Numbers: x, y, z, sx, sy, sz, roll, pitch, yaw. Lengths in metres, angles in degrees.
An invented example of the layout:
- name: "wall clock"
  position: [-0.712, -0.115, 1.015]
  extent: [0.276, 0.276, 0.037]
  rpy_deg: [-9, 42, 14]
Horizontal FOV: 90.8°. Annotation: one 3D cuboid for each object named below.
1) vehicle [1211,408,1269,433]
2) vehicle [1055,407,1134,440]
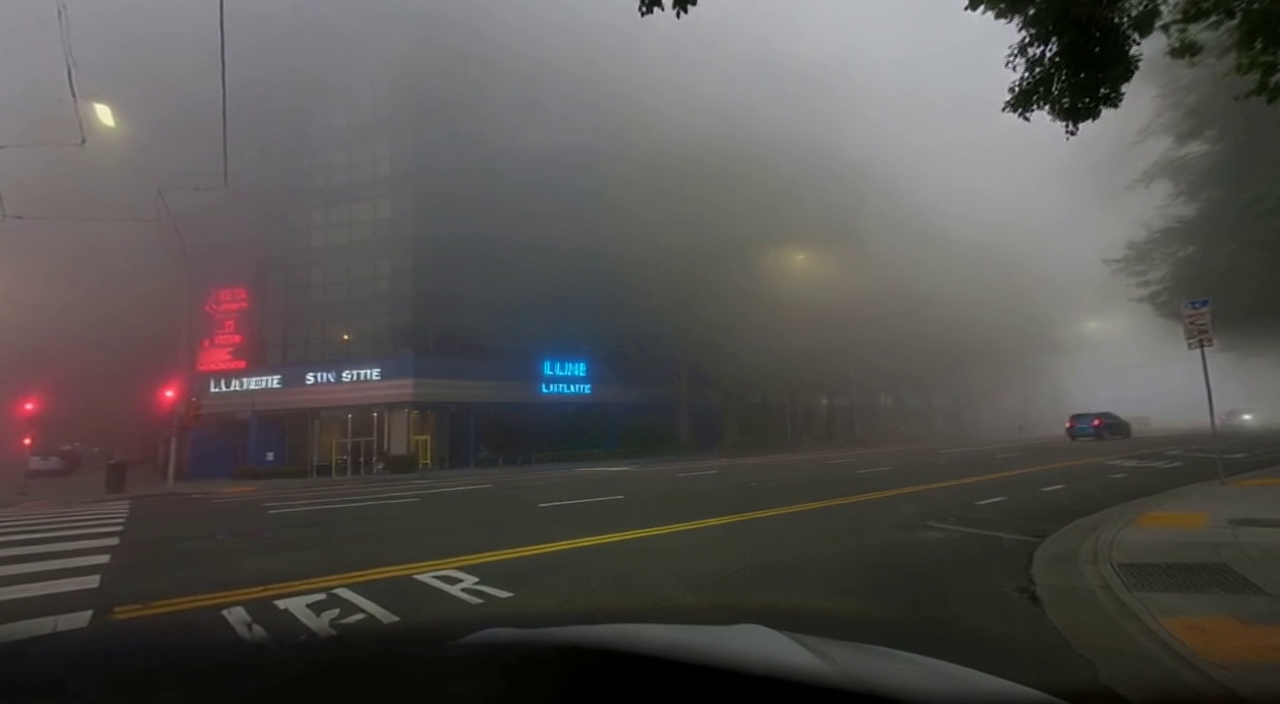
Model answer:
- name: "vehicle"
  position: [42.330, 4.854, 44.554]
  extent: [4.377, 1.624, 1.953]
  rpy_deg: [6, -10, -34]
- name: "vehicle"
  position: [27.054, 4.311, 37.567]
  extent: [4.689, 1.758, 2.146]
  rpy_deg: [6, -10, -34]
